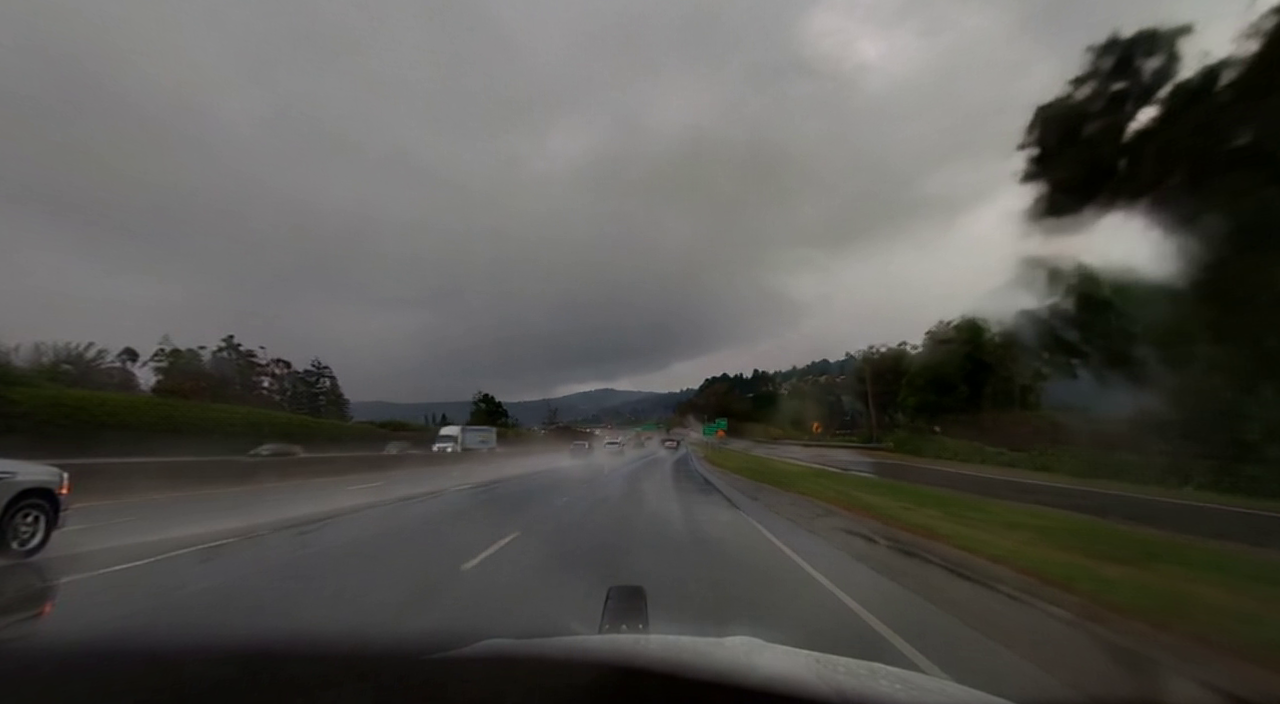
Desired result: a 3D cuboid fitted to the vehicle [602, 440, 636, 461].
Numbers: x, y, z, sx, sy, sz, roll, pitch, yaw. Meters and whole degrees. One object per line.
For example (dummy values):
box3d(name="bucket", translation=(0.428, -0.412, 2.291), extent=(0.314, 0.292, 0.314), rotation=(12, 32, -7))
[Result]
box3d(name="vehicle", translation=(-1.504, 7.295, 46.844), extent=(2.112, 1.489, 4.266), rotation=(-1, -8, 4))

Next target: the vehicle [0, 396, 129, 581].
box3d(name="vehicle", translation=(-6.661, 1.060, 4.514), extent=(1.923, 1.630, 4.857), rotation=(0, -8, 0))

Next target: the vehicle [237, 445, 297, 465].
box3d(name="vehicle", translation=(-28.548, 7.873, 48.418), extent=(1.781, 1.462, 4.366), rotation=(-1, -8, 3))
